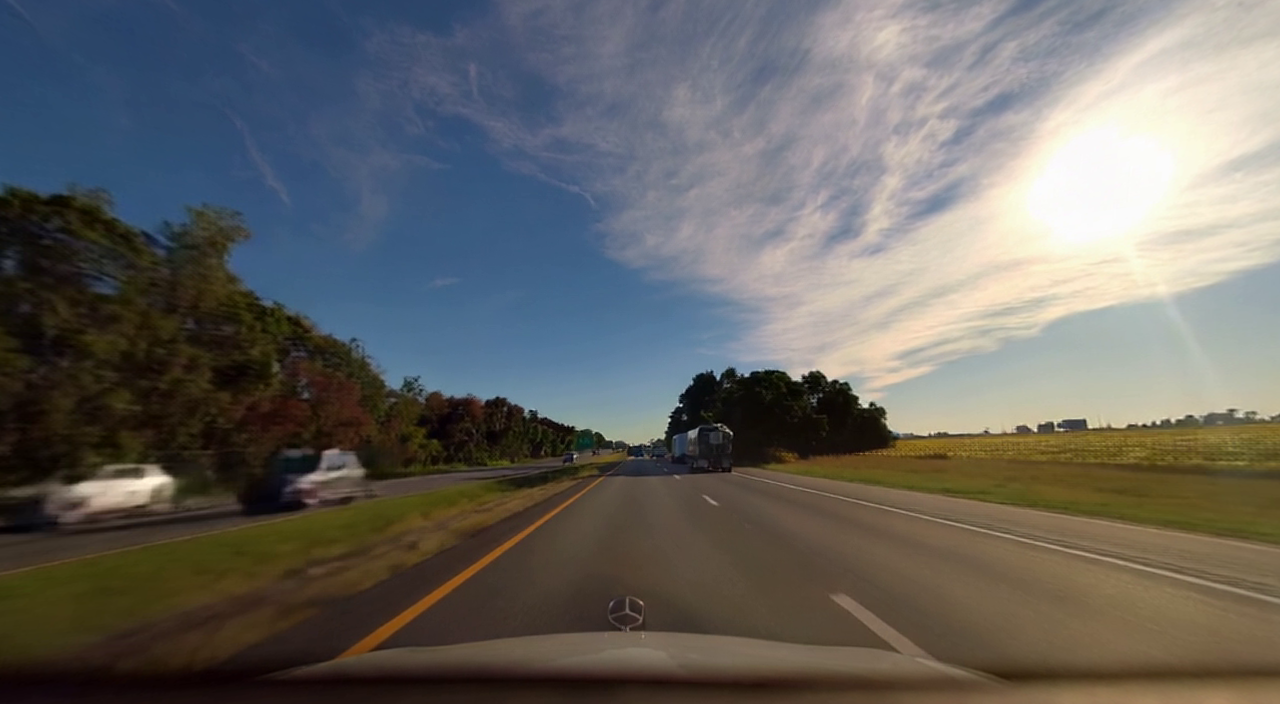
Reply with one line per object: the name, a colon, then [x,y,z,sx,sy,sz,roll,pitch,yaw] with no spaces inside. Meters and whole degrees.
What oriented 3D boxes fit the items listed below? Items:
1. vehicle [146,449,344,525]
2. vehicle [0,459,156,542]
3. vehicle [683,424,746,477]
vehicle: [-9.101,3.103,15.067,1.989,1.540,4.178,0,-9,0]
vehicle: [-12.573,2.989,13.114,1.841,1.447,3.943,0,-9,0]
vehicle: [3.854,5.269,33.832,2.472,2.562,5.594,0,-9,-2]
